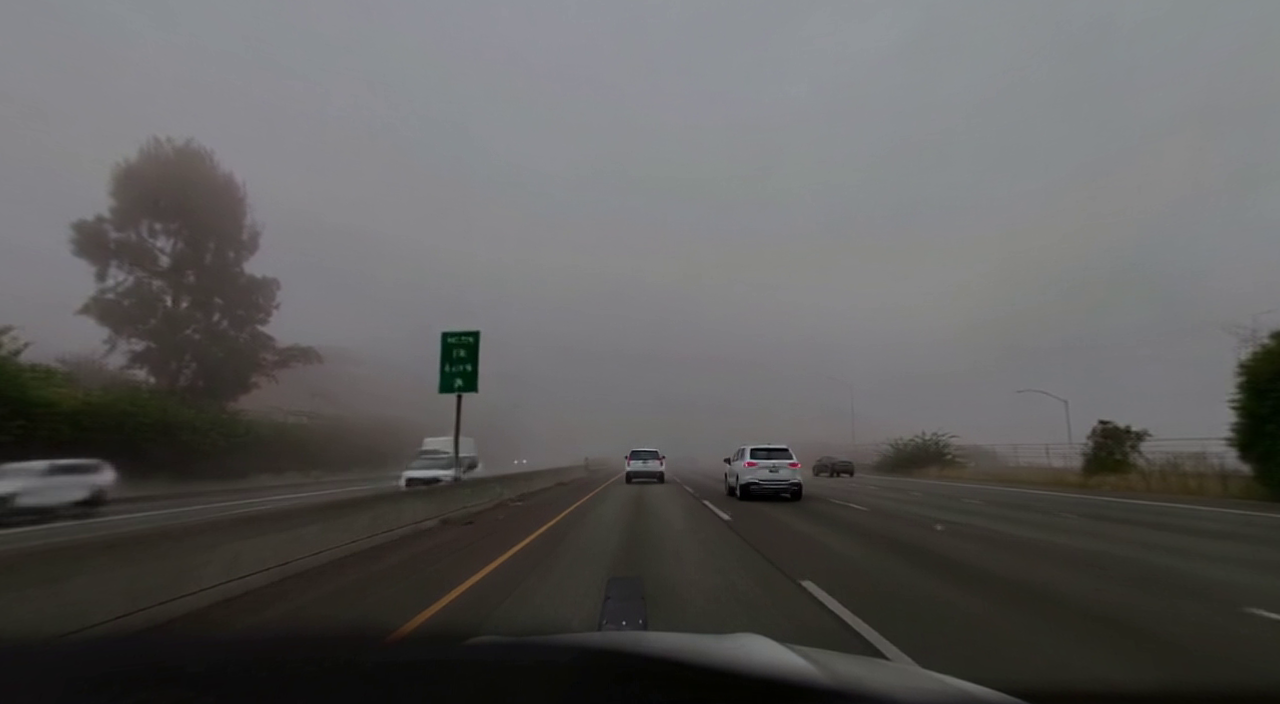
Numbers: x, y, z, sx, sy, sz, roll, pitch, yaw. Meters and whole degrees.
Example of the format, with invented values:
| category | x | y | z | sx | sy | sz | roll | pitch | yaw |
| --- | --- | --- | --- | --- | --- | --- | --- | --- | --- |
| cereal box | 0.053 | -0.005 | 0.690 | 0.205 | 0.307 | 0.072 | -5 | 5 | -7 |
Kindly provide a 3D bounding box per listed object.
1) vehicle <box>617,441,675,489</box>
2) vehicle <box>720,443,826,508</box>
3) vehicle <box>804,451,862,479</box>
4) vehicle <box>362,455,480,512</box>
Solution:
| category | x | y | z | sx | sy | sz | roll | pitch | yaw |
| --- | --- | --- | --- | --- | --- | --- | --- | --- | --- |
| vehicle | 0.242 | 4.783 | 27.140 | 2.290 | 1.862 | 4.454 | 0 | -8 | 1 |
| vehicle | 3.562 | 3.371 | 17.690 | 2.042 | 1.592 | 4.047 | 0 | -8 | -1 |
| vehicle | 11.365 | 6.677 | 37.546 | 1.985 | 1.503 | 4.842 | 0 | -8 | 1 |
| vehicle | -6.654 | 4.024 | 19.852 | 1.830 | 1.466 | 5.021 | 0 | -9 | 1 |
